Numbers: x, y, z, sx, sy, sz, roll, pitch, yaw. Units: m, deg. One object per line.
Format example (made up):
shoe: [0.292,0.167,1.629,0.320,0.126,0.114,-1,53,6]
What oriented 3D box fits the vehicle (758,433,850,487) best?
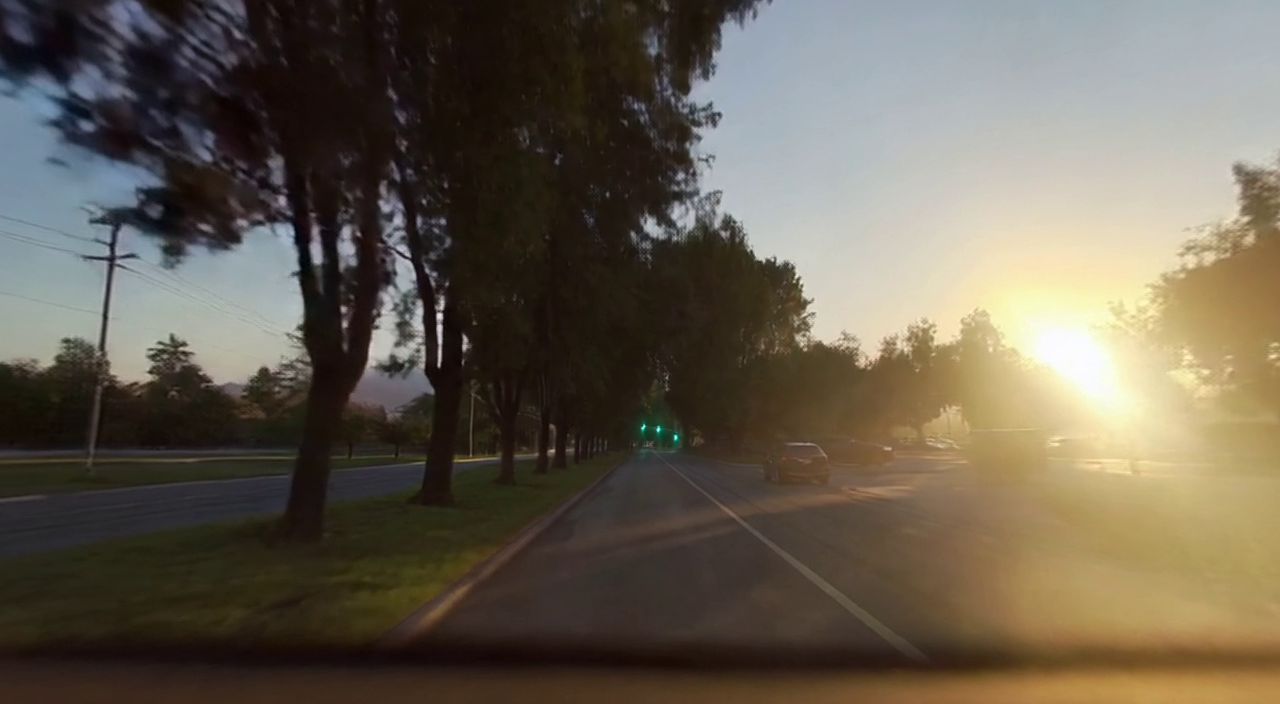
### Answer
vehicle: [5.617,3.768,22.271,2.057,1.688,4.596,0,-8,1]
